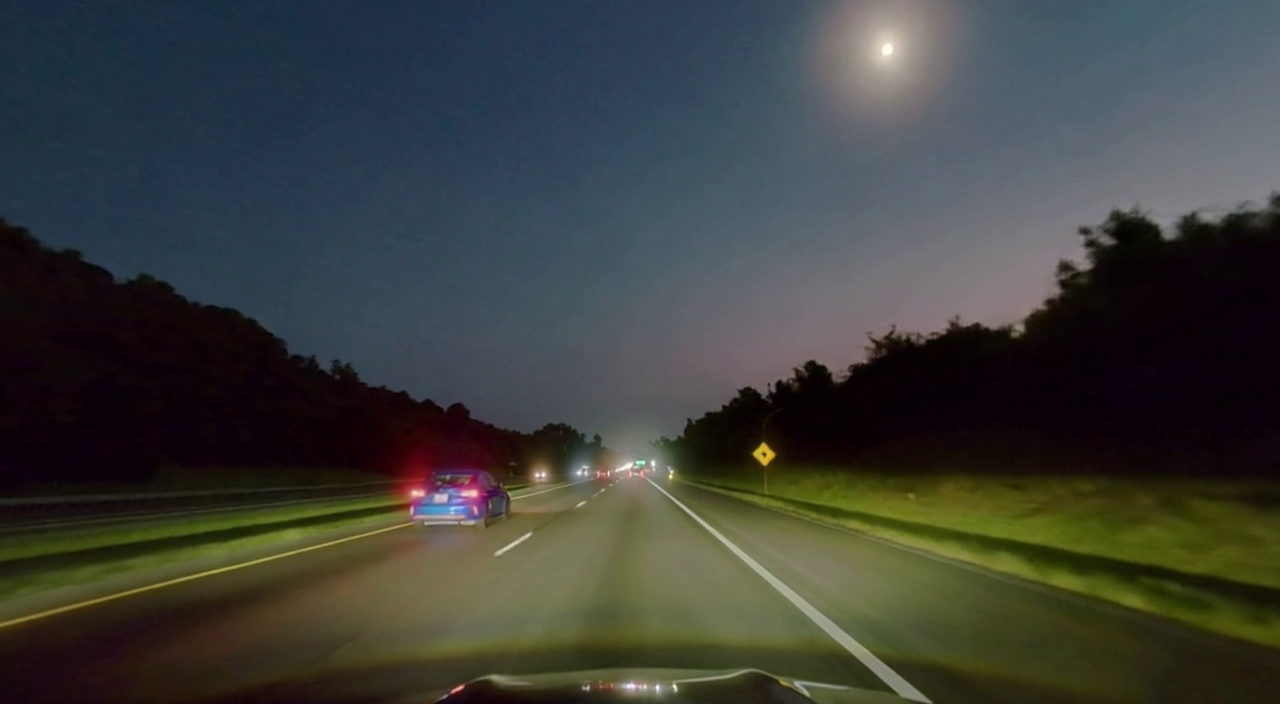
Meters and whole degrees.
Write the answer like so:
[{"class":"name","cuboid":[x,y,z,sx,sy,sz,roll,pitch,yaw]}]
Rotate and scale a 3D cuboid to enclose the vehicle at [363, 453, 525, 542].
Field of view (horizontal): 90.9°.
[{"class":"vehicle","cuboid":[-3.836,2.953,13.216,2.017,1.516,4.041,1,-11,1]}]
